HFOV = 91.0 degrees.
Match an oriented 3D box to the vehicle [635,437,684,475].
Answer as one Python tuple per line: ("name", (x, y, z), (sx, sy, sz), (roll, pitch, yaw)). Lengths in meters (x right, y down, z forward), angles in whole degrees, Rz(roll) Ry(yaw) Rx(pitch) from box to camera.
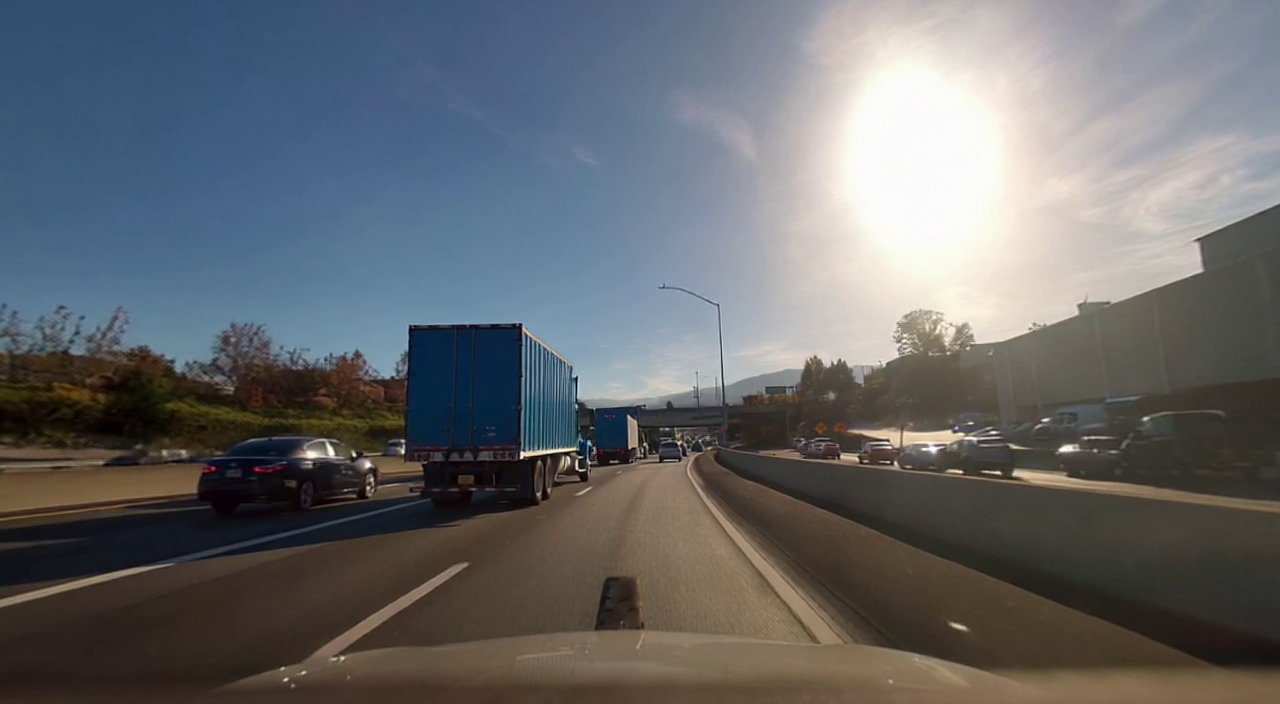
("vehicle", (0.974, 4.960, 30.190), (2.178, 1.640, 4.071), (-1, -9, 3))

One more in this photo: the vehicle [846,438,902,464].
("vehicle", (15.702, 6.668, 42.548), (2.237, 1.656, 4.676), (-1, -9, 3))

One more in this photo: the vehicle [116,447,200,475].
("vehicle", (-26.093, 5.891, 34.264), (1.614, 1.454, 3.698), (0, -8, 0))

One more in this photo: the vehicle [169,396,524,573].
("vehicle", (-3.338, 1.613, 8.242), (2.896, 1.779, 3.441), (-1, -8, 2))

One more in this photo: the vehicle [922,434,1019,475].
("vehicle", (14.612, 4.561, 28.187), (2.022, 1.675, 4.792), (-1, -9, 5))

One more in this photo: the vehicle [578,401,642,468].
("vehicle", (-1.743, 5.559, 41.743), (3.073, 3.894, 9.782), (-1, -9, 4))
